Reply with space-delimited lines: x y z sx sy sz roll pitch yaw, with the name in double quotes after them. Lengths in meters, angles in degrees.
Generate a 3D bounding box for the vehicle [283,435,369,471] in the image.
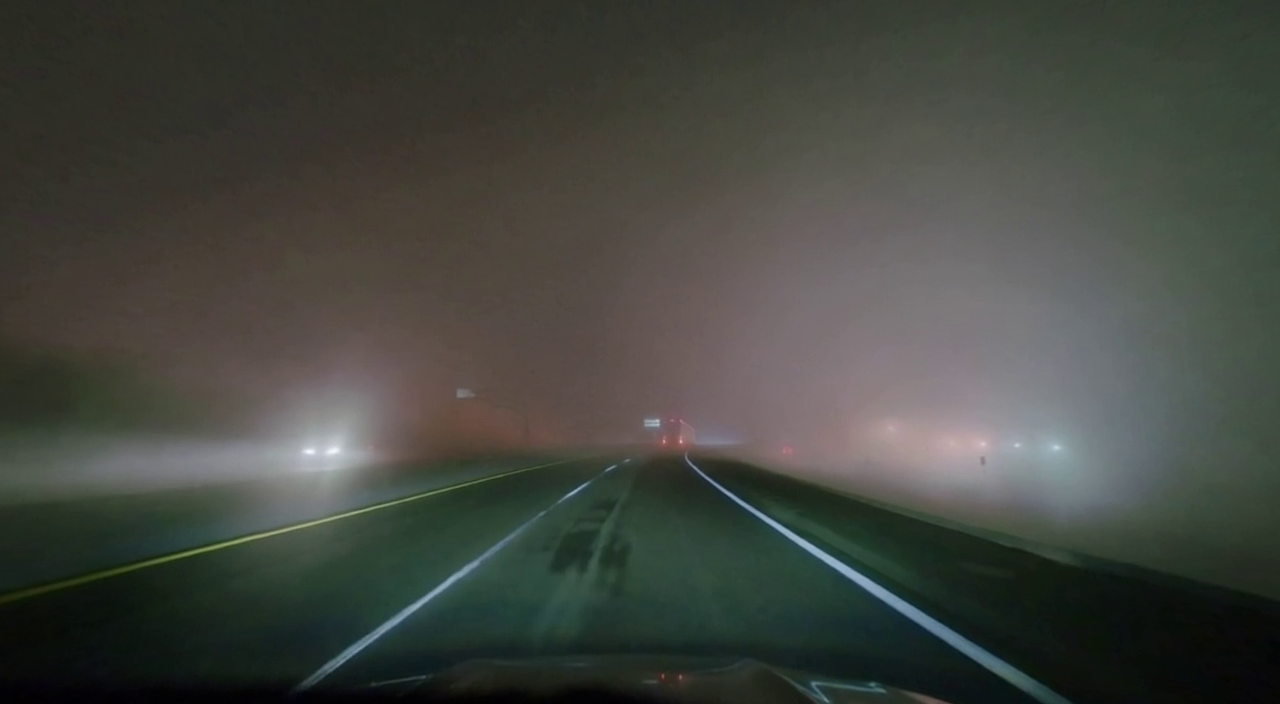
-15.891 5.111 32.151 2.000 1.721 4.376 -1 -8 3 "vehicle"
